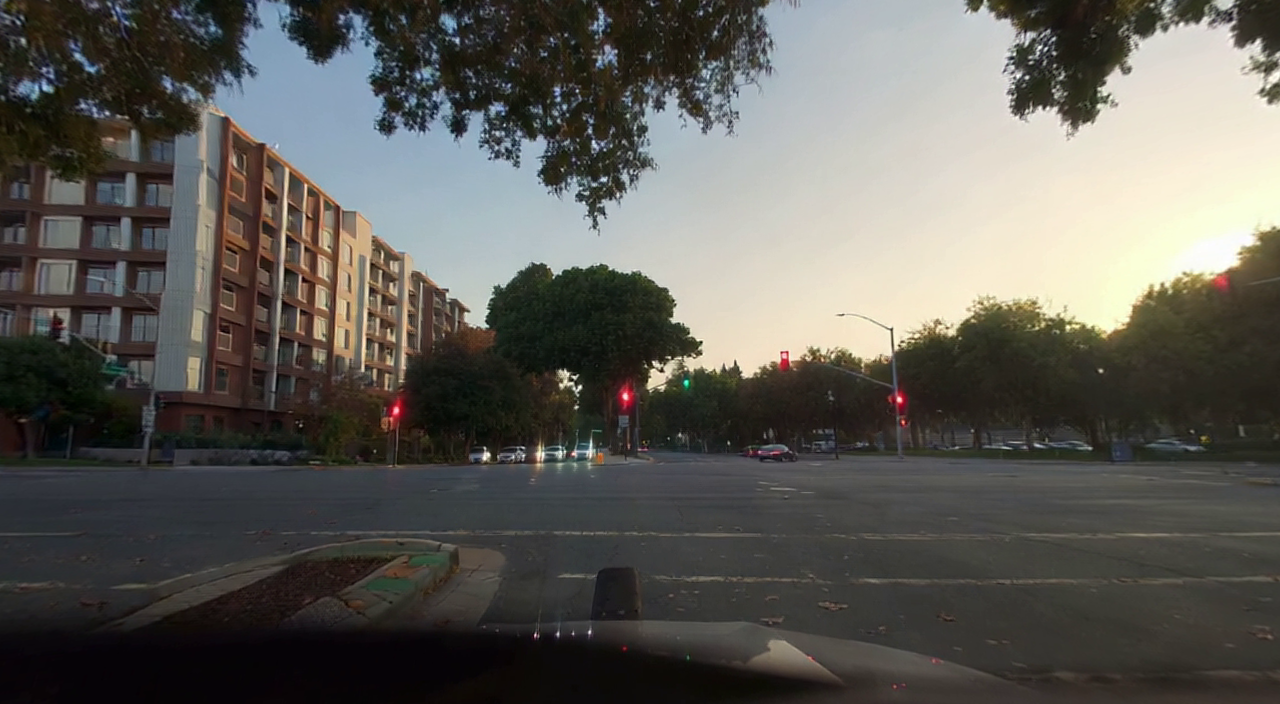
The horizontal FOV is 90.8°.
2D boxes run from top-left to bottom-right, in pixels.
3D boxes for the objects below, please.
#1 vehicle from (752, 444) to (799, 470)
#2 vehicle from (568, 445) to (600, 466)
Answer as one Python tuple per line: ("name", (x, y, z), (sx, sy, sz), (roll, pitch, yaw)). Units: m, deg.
("vehicle", (8.113, 6.201, 37.485), (2.043, 1.454, 4.424), (-3, -9, 21))
("vehicle", (-4.346, 8.126, 49.751), (2.130, 1.613, 4.121), (0, -8, 0))
